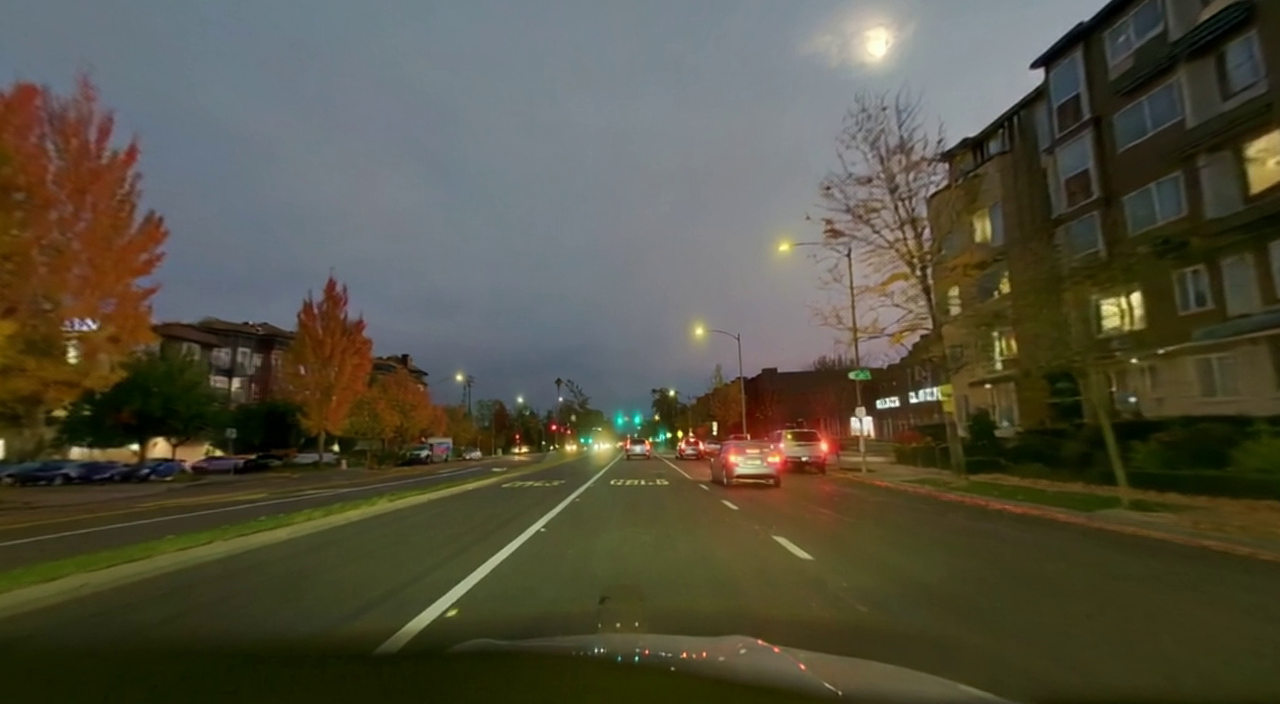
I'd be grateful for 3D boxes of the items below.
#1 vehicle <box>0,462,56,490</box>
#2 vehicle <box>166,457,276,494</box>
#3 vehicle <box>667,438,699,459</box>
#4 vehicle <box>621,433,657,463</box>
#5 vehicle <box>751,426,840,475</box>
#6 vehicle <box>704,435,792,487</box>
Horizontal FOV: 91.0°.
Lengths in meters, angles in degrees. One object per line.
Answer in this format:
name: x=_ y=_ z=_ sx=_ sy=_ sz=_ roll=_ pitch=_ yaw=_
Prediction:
vehicle: x=-41.664 y=8.171 z=41.475 sx=4.550 sy=1.660 sz=2.054 roll=-1 pitch=-8 yaw=5
vehicle: x=-19.361 y=5.687 z=29.393 sx=1.886 sy=1.495 sz=4.593 roll=0 pitch=-9 yaw=1
vehicle: x=3.315 y=7.532 z=49.152 sx=2.178 sy=1.546 sz=4.311 roll=0 pitch=-9 yaw=0
vehicle: x=-0.105 y=6.362 z=41.811 sx=2.239 sy=1.856 sz=4.815 roll=0 pitch=-9 yaw=-1
vehicle: x=6.776 y=4.390 z=28.234 sx=2.378 sy=1.946 sz=5.826 roll=0 pitch=-9 yaw=-1
vehicle: x=3.391 y=3.518 z=20.707 sx=1.977 sy=1.498 sz=4.521 roll=0 pitch=-9 yaw=-1
